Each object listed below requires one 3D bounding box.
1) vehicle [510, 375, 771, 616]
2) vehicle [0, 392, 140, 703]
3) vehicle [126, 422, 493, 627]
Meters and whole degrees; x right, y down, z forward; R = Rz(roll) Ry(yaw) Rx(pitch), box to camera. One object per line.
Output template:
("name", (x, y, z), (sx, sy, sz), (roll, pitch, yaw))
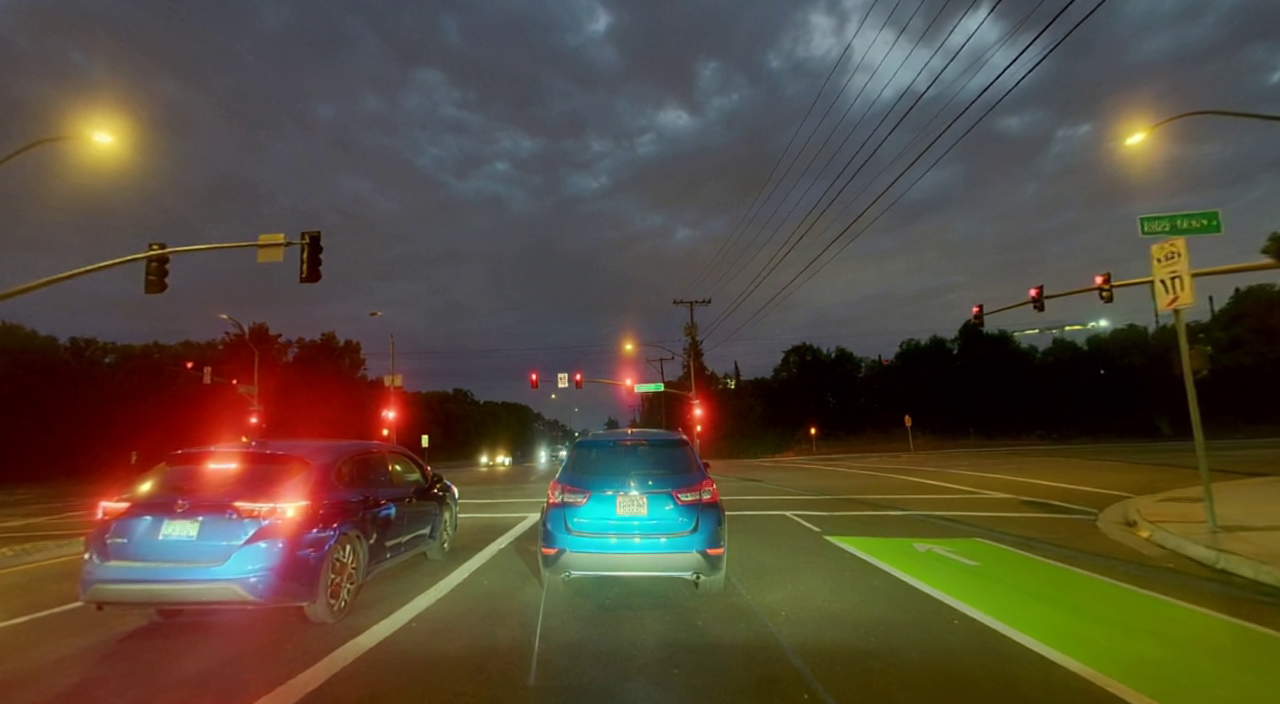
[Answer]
("vehicle", (-0.030, 1.561, 7.642), (2.036, 1.885, 5.196), (0, -10, -1))
("vehicle", (-3.479, 0.612, 0.318), (2.138, 1.488, 5.327), (0, -8, 0))
("vehicle", (-2.937, 1.618, 6.724), (1.726, 1.506, 3.840), (0, -10, 1))
